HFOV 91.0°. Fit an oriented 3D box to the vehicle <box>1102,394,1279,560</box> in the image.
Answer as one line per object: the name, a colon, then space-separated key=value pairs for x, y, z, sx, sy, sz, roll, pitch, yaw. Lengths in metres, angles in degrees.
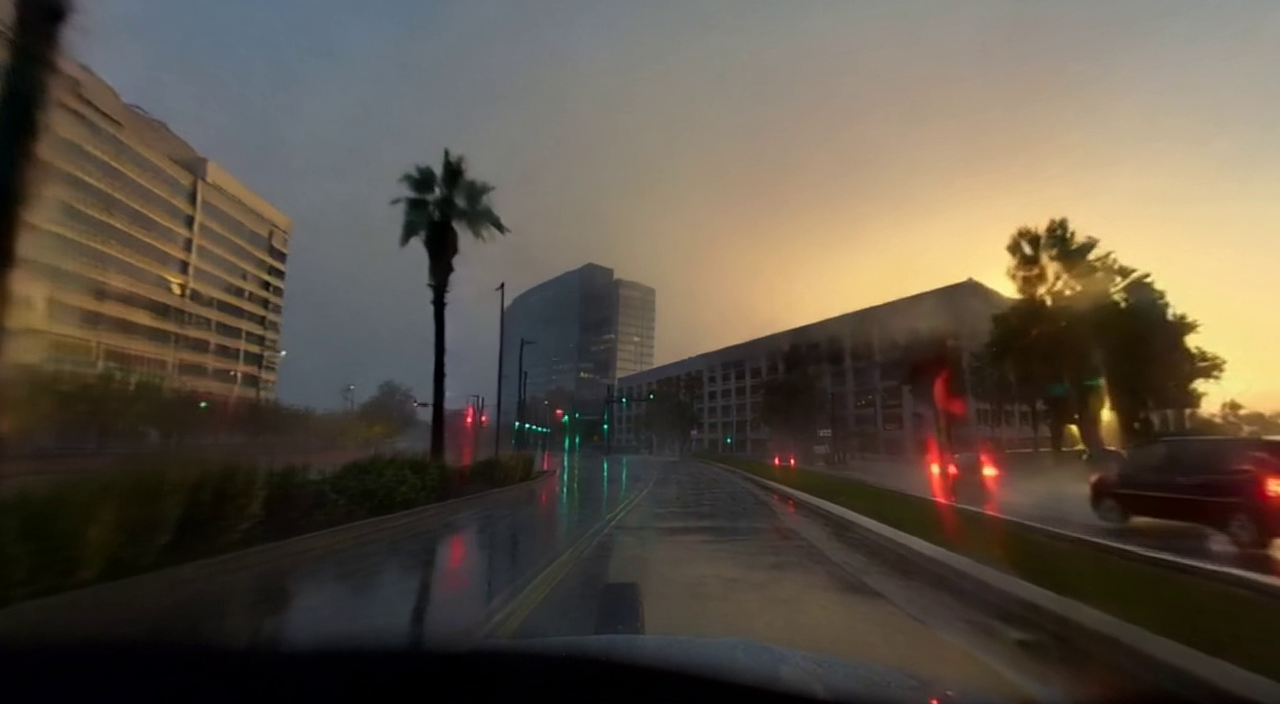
vehicle: x=9.017 y=1.775 z=9.240 sx=1.813 sy=2.150 sz=3.038 roll=4 pitch=-7 yaw=-18
